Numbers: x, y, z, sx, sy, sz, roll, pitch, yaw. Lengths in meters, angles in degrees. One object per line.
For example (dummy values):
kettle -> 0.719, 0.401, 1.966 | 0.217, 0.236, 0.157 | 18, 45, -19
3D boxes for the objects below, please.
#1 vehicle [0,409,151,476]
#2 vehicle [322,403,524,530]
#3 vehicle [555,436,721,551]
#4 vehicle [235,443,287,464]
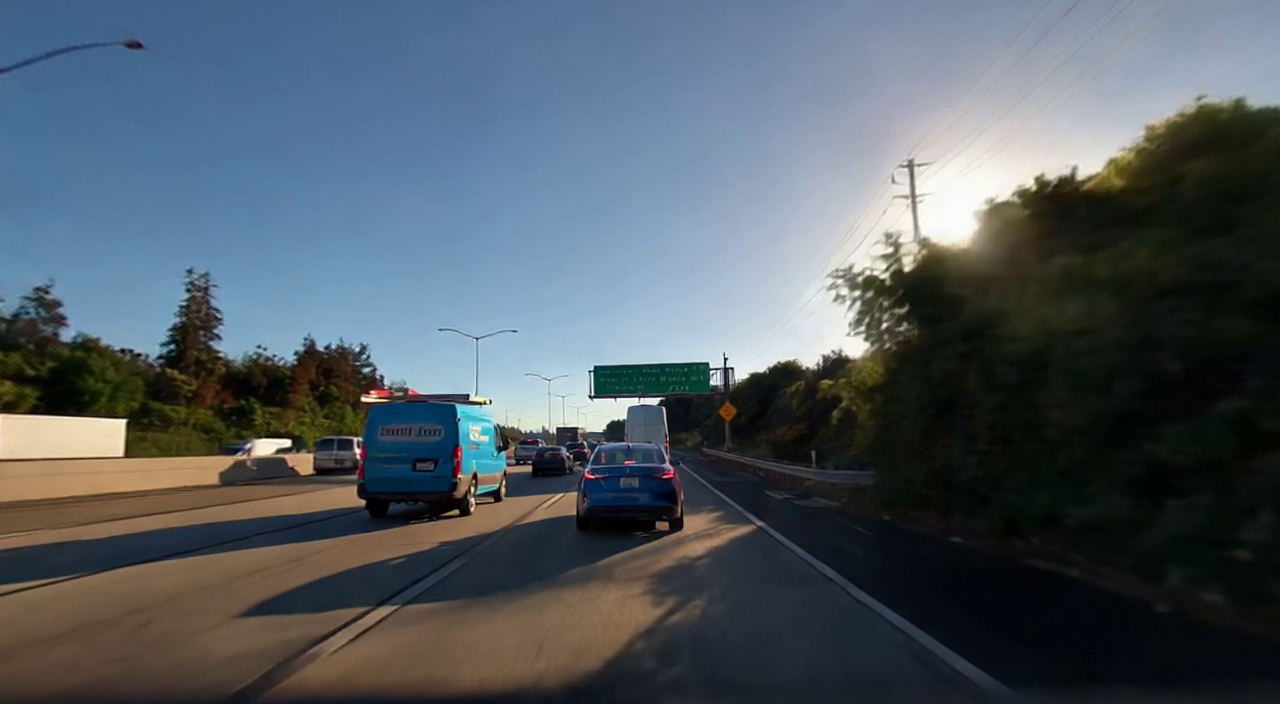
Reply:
vehicle -> -37.440, 5.759, 39.841 | 2.933, 3.731, 11.455 | -1, -8, 4
vehicle -> -3.791, 2.114, 12.066 | 2.142, 1.952, 4.556 | 0, -8, 1
vehicle -> -0.031, 2.065, 9.901 | 2.054, 1.421, 4.090 | 0, -8, 0
vehicle -> -28.702, 7.658, 47.625 | 1.630, 1.437, 3.588 | -3, -8, 1
